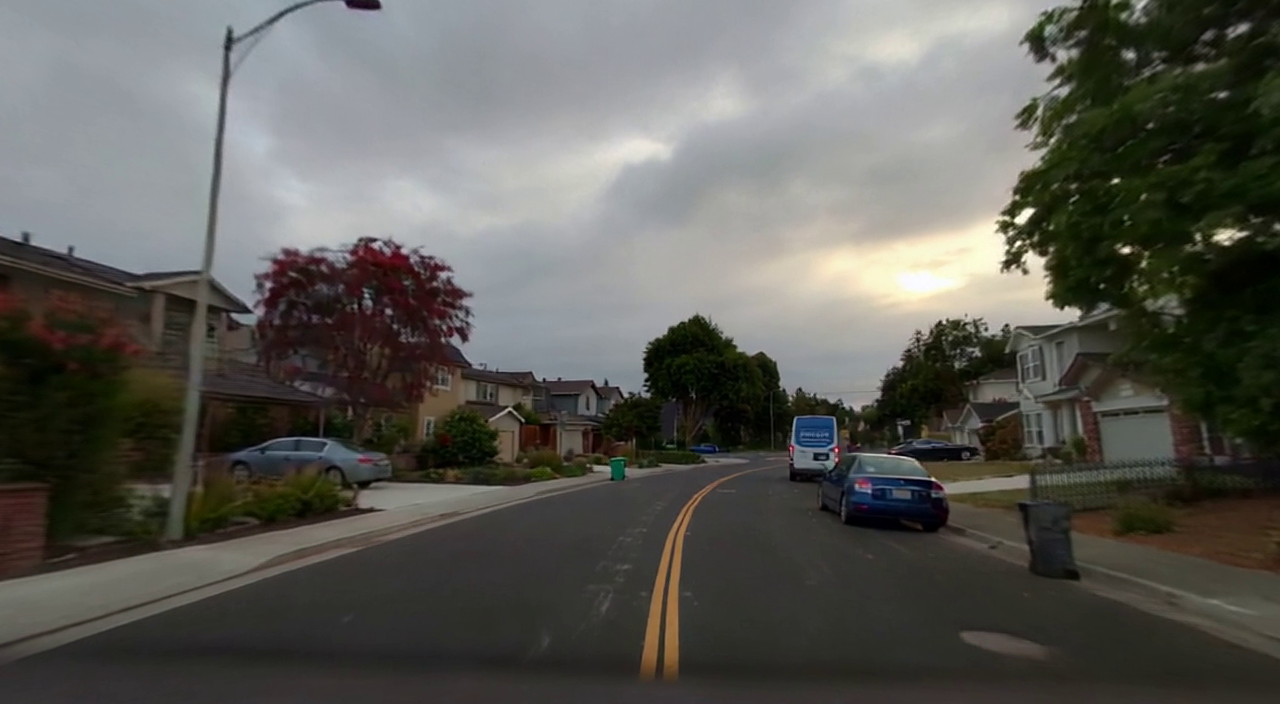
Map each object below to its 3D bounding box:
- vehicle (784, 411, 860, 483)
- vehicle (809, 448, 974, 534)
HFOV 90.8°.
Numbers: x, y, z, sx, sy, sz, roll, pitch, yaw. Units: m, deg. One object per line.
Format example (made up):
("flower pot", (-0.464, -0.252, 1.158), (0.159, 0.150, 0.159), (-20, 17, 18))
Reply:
("vehicle", (7.884, 4.085, 27.247), (2.684, 2.712, 6.197), (-3, -9, 17))
("vehicle", (4.641, 2.565, 12.391), (1.835, 1.349, 4.285), (-1, -9, 6))
